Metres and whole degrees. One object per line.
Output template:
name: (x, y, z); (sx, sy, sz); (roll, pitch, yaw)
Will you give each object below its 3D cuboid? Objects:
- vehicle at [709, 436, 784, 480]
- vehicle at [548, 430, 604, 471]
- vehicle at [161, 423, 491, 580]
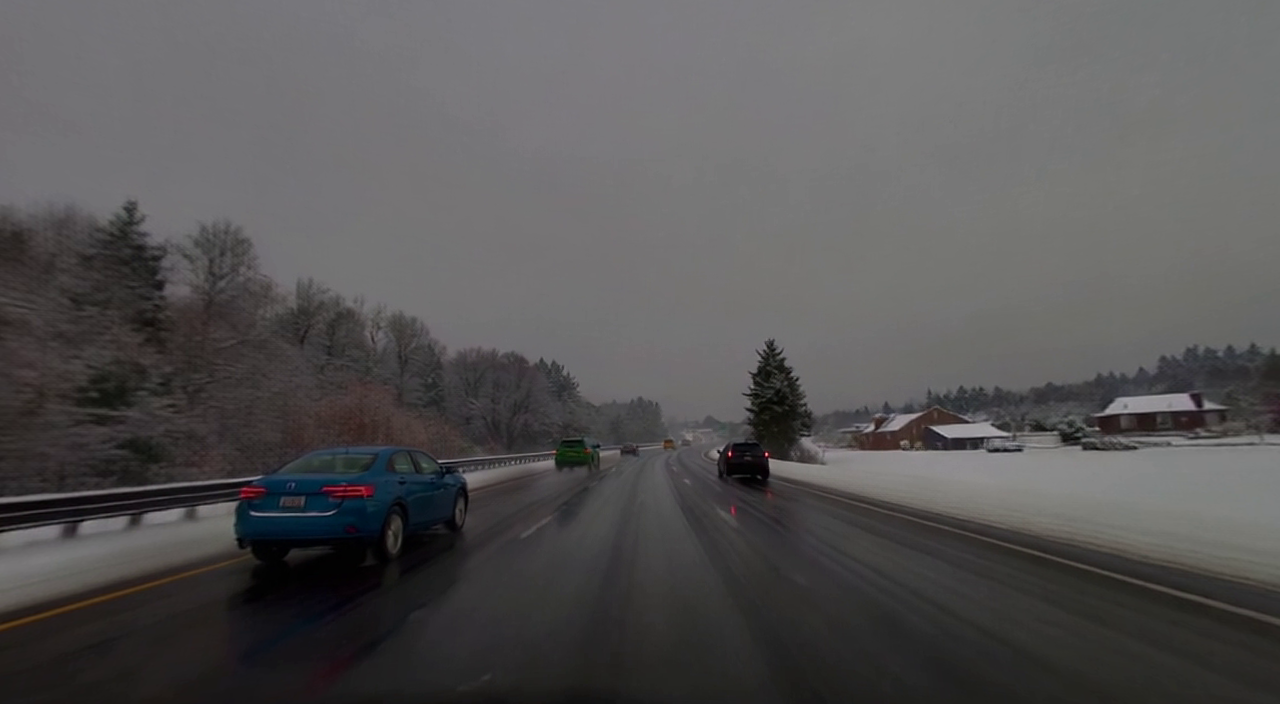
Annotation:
vehicle: (3.860, 3.950, 23.680); (2.100, 1.472, 4.533); (0, -8, 1)
vehicle: (-3.071, 4.856, 31.209); (2.122, 1.847, 4.696); (0, -8, 2)
vehicle: (-3.521, 1.748, 8.261); (1.948, 1.475, 4.461); (0, -8, 1)
